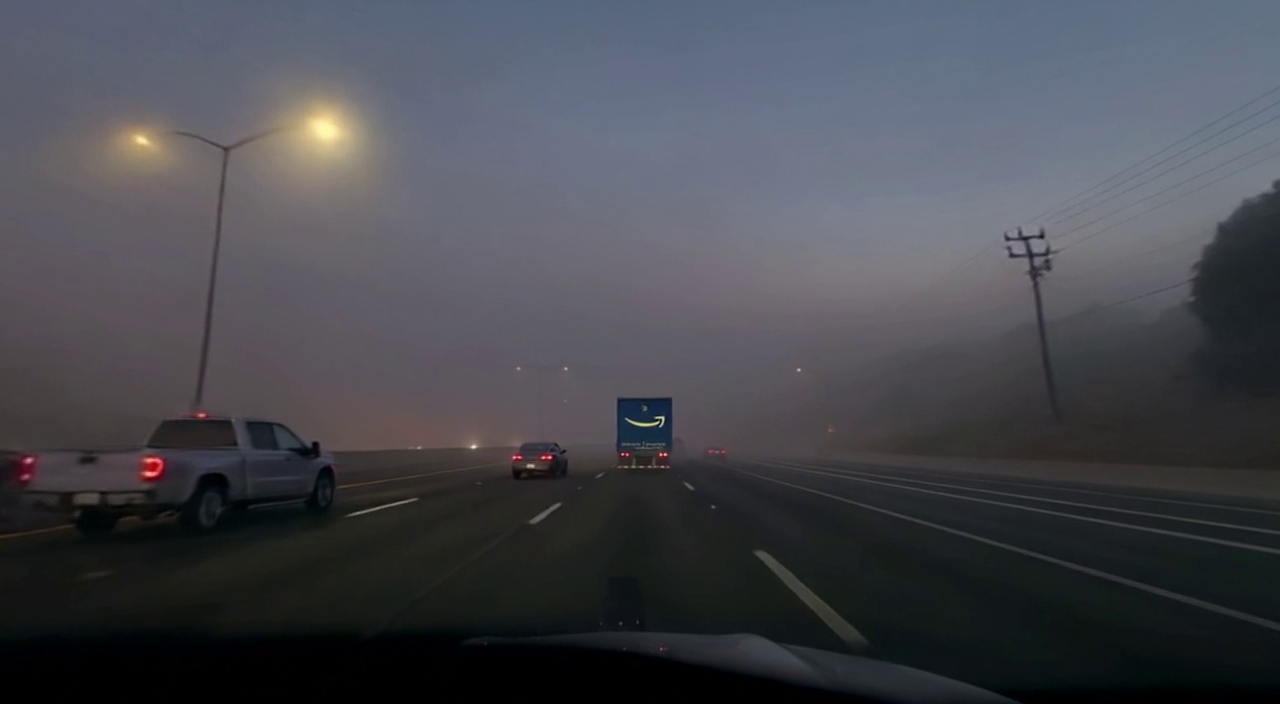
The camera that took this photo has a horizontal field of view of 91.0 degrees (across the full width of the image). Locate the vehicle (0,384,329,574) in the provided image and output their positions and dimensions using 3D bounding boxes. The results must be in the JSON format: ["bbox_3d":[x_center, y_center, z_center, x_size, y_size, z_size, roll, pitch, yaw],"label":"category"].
[{"bbox_3d":[-6.730,1.620,8.815,2.101,1.858,5.071,0,-8,0],"label":"vehicle"}]

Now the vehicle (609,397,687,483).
[{"bbox_3d":[0.251,3.273,23.221,2.456,2.705,6.251,0,-9,0],"label":"vehicle"}]

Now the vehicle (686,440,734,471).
[{"bbox_3d":[3.703,5.546,33.896,1.970,1.499,4.491,1,-8,-1],"label":"vehicle"}]

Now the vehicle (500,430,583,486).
[{"bbox_3d":[-3.180,3.545,21.338,2.095,1.688,4.188,0,-9,0],"label":"vehicle"}]
